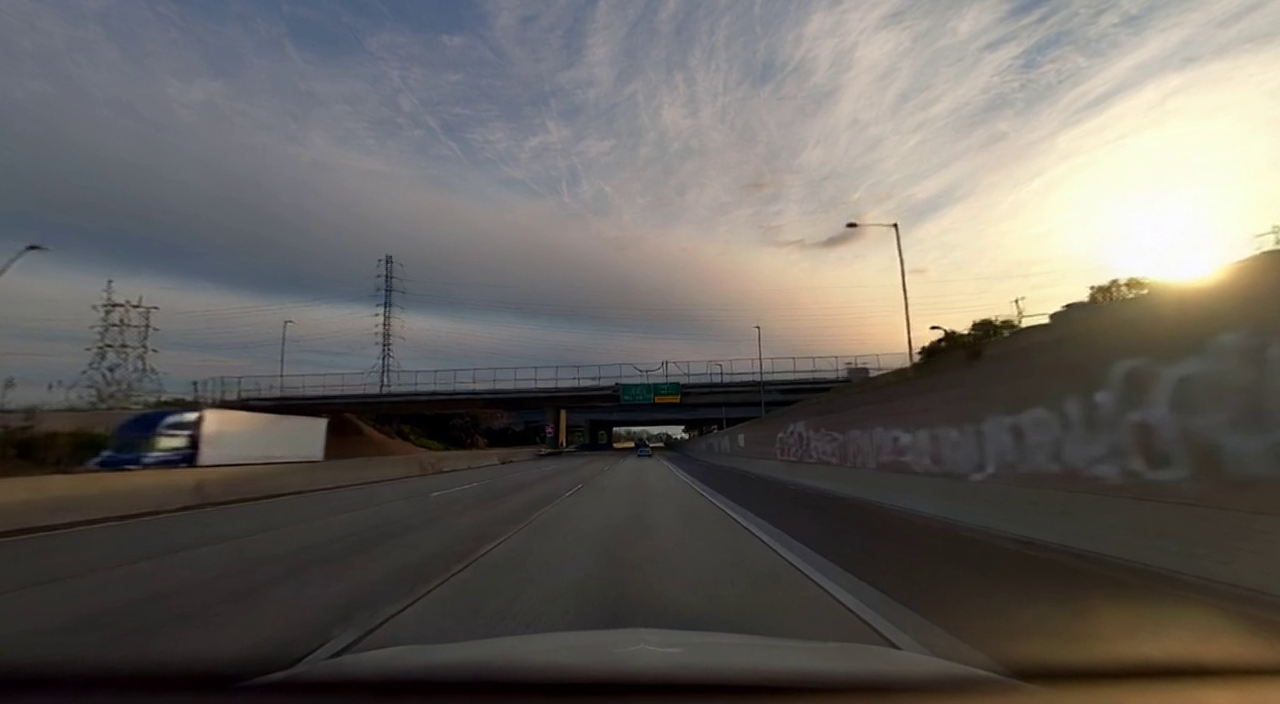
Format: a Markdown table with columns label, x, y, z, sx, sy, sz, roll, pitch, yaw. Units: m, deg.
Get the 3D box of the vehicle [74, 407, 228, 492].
| label | x | y | z | sx | sy | sz | roll | pitch | yaw |
| --- | --- | --- | --- | --- | --- | --- | --- | --- | --- |
| vehicle | -24.879 | 5.013 | 32.550 | 2.975 | 3.919 | 5.951 | 0 | -9 | -1 |
